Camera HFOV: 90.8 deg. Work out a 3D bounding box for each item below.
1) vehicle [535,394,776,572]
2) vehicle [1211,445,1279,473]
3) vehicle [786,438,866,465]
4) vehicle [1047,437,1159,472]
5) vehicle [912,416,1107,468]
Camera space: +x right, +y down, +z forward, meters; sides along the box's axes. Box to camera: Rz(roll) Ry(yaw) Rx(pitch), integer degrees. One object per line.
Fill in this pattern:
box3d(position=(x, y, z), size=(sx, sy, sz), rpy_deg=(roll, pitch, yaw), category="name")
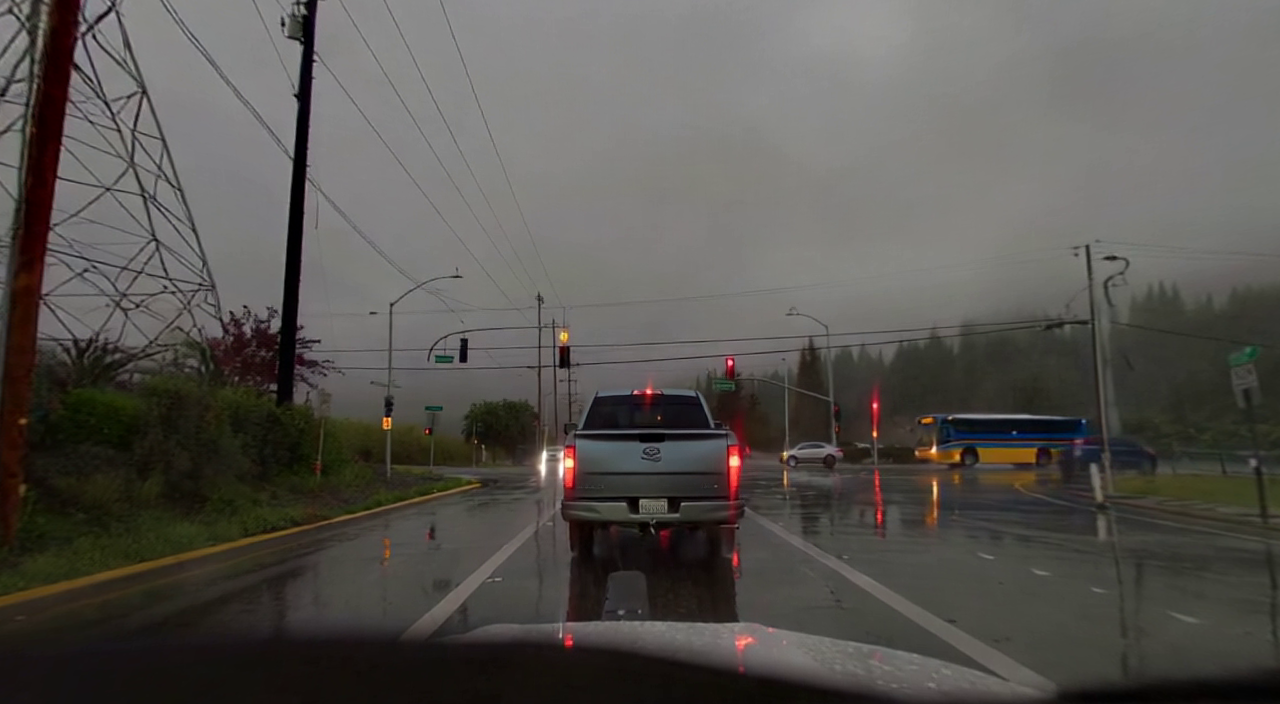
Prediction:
box3d(position=(0.123, 1.873, 9.940), size=(2.707, 1.964, 5.485), rpy_deg=(0, -8, -1), category="vehicle")
box3d(position=(40.947, 6.949, 41.256), size=(5.426, 1.728, 1.999), rpy_deg=(0, -8, -3), category="vehicle")
box3d(position=(13.460, 7.260, 46.085), size=(5.235, 1.878, 2.107), rpy_deg=(-2, -8, 8), category="vehicle")
box3d(position=(21.570, 4.751, 29.452), size=(4.520, 1.496, 2.060), rpy_deg=(3, -9, -23), category="vehicle")
box3d(position=(23.998, 5.910, 41.531), size=(10.726, 3.128, 3.003), rpy_deg=(-1, -8, 2), category="vehicle")
